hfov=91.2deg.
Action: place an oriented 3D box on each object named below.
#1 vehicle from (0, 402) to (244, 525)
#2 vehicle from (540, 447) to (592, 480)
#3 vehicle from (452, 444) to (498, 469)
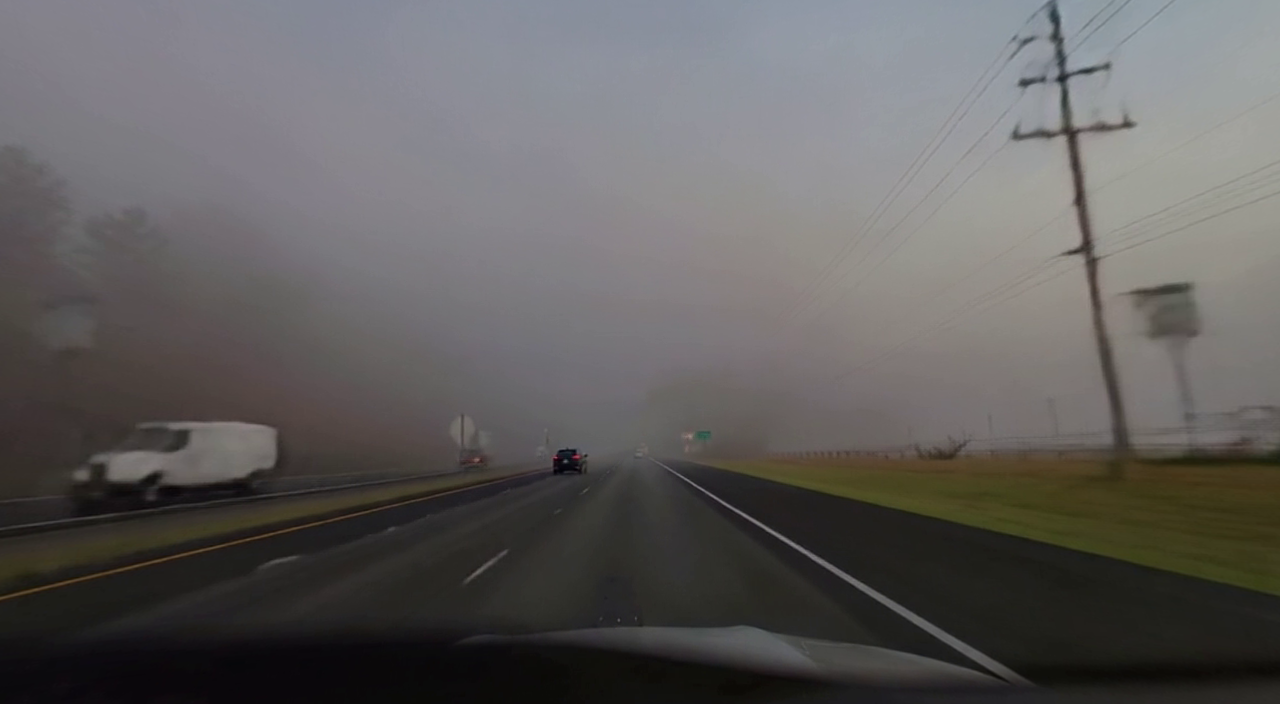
[{"bbox_3d":[-13.582,2.797,16.169,2.240,2.488,6.830,0,-9,0],"label":"vehicle"},{"bbox_3d":[-3.650,5.632,31.830,2.123,1.545,4.404,0,-9,0],"label":"vehicle"},{"bbox_3d":[-12.421,7.896,47.495,2.144,1.816,4.673,0,-9,0],"label":"vehicle"}]
